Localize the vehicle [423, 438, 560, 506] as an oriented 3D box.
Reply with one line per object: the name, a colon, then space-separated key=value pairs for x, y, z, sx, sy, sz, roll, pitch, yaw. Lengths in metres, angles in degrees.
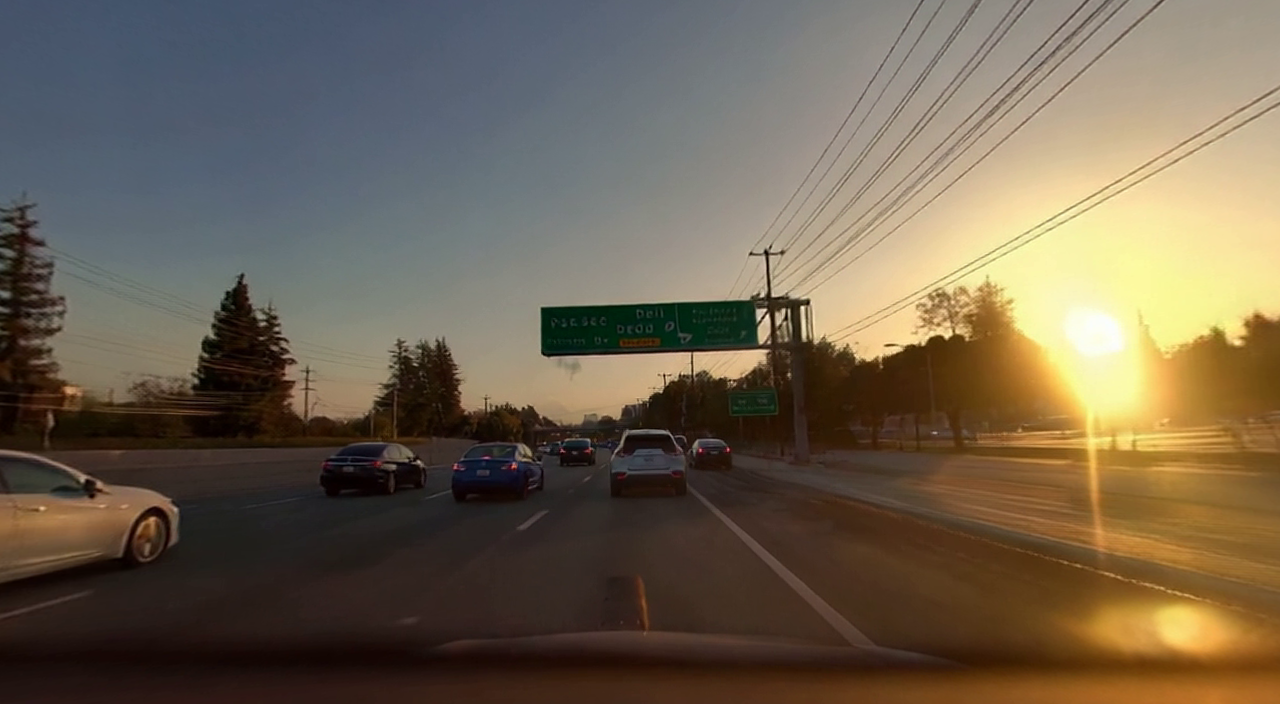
vehicle: x=-3.417 y=2.871 z=15.633 sx=2.203 sy=1.425 sz=4.610 roll=0 pitch=-8 yaw=1

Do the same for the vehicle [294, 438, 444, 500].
vehicle: x=-7.140 y=3.121 z=17.312 sx=1.959 sy=1.435 sz=4.719 roll=0 pitch=-8 yaw=1

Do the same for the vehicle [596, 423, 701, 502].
vehicle: x=0.178 y=2.714 z=15.858 sx=2.284 sy=1.699 sz=4.168 roll=0 pitch=-8 yaw=0

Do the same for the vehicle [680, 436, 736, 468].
vehicle: x=3.275 y=4.911 z=31.222 sx=2.197 sy=1.464 sz=4.356 roll=0 pitch=-8 yaw=-1

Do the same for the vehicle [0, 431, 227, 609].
vehicle: x=-6.242 y=1.469 z=5.785 sx=1.958 sy=1.447 sz=4.454 roll=0 pitch=-8 yaw=-1

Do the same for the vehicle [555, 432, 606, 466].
vehicle: x=-3.246 y=5.459 z=35.633 sx=2.353 sy=1.773 sz=4.286 roll=0 pitch=-8 yaw=1
